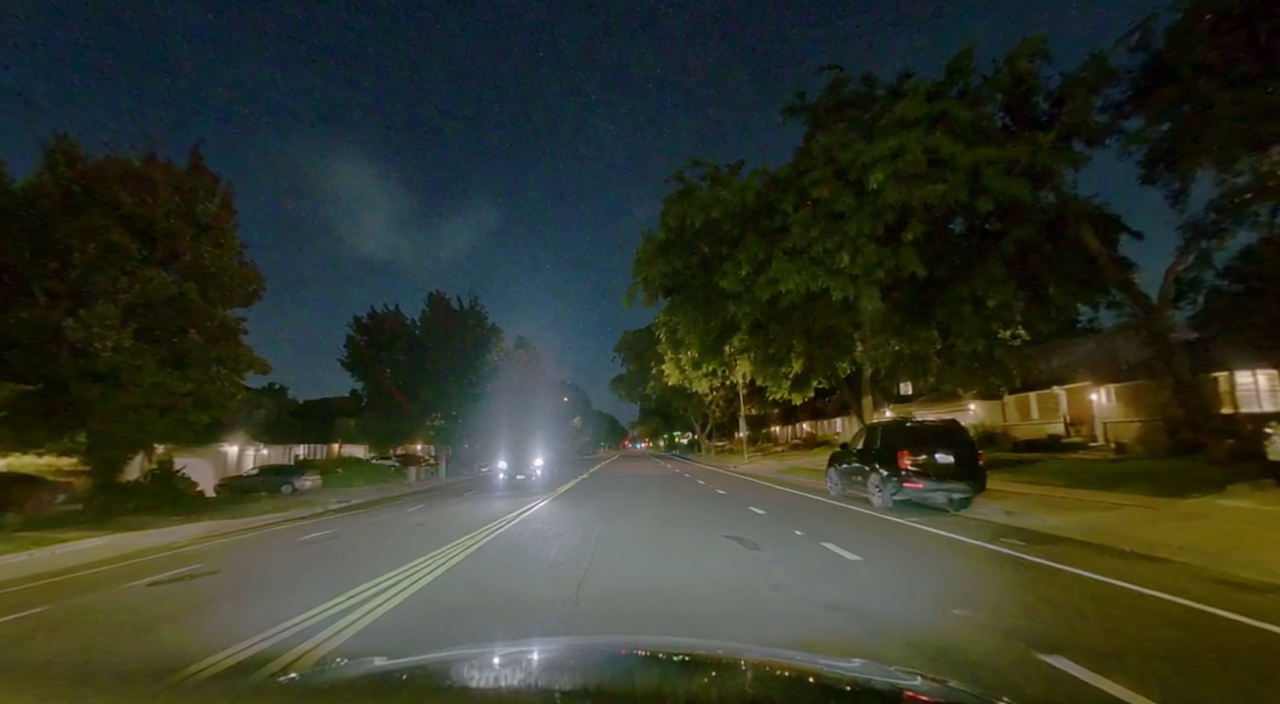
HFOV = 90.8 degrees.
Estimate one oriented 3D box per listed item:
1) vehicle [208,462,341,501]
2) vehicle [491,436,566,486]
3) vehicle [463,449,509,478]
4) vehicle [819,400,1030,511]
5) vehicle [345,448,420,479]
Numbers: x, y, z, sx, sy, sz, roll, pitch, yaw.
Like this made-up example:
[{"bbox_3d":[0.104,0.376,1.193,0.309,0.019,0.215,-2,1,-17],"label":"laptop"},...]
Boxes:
[{"bbox_3d":[-15.291,5.429,26.646,4.353,1.467,1.931,0,-9,-2],"label":"vehicle"},{"bbox_3d":[-4.437,4.420,26.032,2.151,1.830,5.172,0,-9,0],"label":"vehicle"},{"bbox_3d":[-9.964,7.216,41.185,1.931,1.465,4.683,-5,-8,-3],"label":"vehicle"},{"bbox_3d":[6.034,2.320,14.464,2.205,2.020,5.634,0,-9,0],"label":"vehicle"},{"bbox_3d":[-19.683,8.535,48.445,4.802,1.868,2.395,-3,-7,-1],"label":"vehicle"}]
